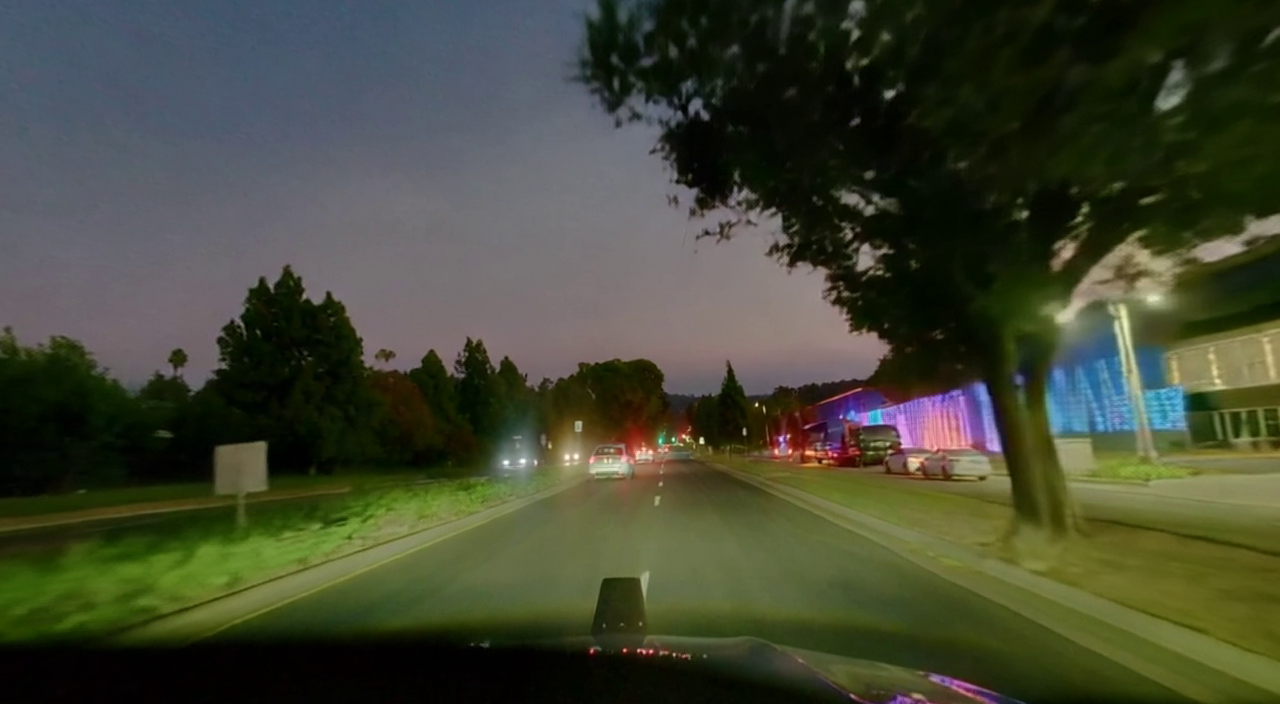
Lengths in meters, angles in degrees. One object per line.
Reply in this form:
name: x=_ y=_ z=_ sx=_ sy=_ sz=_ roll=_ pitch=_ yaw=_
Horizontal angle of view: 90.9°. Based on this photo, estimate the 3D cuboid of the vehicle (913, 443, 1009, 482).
vehicle: x=13.144 y=4.534 z=26.134 sx=1.852 sy=1.457 sz=4.351 roll=0 pitch=-9 yaw=3

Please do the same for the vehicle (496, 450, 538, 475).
vehicle: x=-9.422 y=8.492 z=48.666 sx=1.997 sy=1.775 sz=4.585 roll=-1 pitch=-8 yaw=4

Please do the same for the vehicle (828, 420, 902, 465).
vehicle: x=13.653 y=5.572 z=38.808 sx=2.507 sy=2.441 sz=6.959 roll=-2 pitch=-8 yaw=5

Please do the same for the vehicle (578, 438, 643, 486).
vehicle: x=-1.061 y=4.326 z=25.061 sx=2.129 sy=1.713 sz=4.314 roll=0 pitch=-8 yaw=3

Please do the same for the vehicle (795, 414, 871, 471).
vehicle: x=14.458 y=6.932 z=48.366 sx=2.794 sy=3.710 sz=10.785 roll=-3 pitch=-8 yaw=3
